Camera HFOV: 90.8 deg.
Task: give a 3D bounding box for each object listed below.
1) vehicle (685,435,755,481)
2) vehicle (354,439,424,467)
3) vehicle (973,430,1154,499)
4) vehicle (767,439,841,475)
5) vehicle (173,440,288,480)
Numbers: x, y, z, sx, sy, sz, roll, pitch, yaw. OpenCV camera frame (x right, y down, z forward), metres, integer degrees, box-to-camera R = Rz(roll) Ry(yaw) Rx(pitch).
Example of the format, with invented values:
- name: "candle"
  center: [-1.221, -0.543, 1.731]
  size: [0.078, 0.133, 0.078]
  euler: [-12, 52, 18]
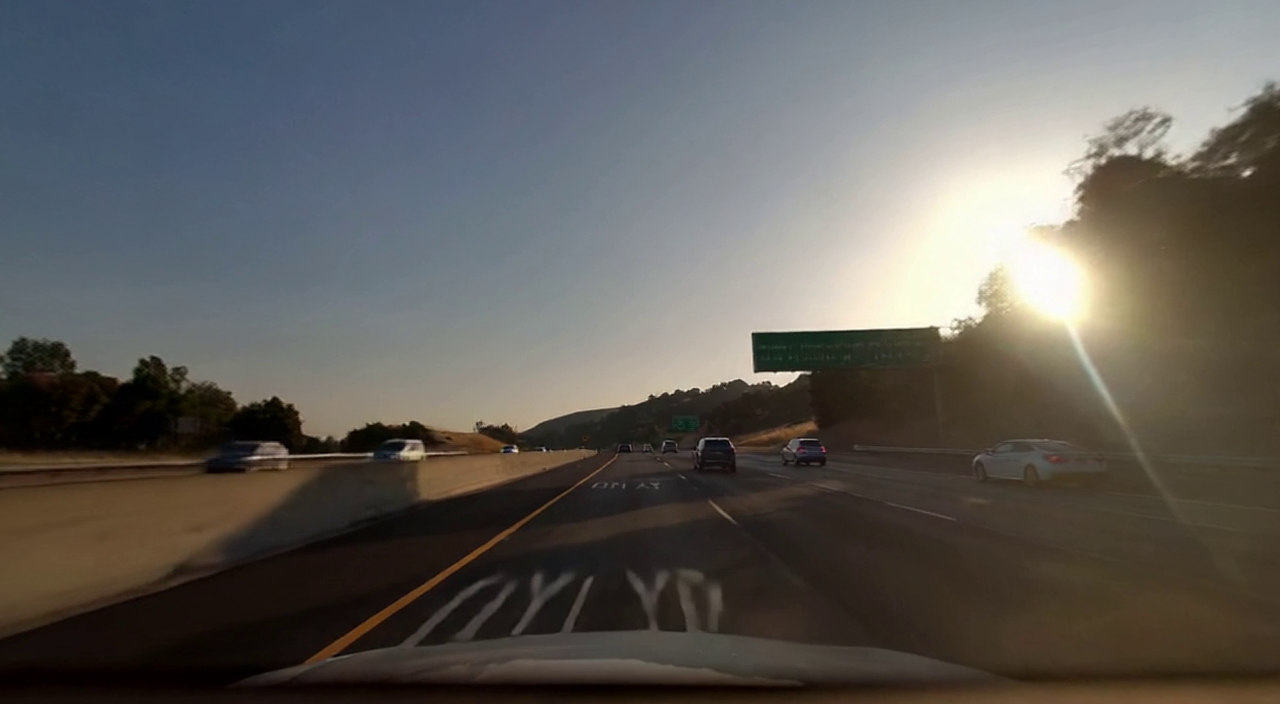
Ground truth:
- name: "vehicle"
  center: [3.007, 4.081, 24.673]
  size: [1.977, 1.601, 4.598]
  euler: [0, -8, -2]
- name: "vehicle"
  center: [-13.768, 5.534, 34.978]
  size: [1.941, 1.374, 4.467]
  euler: [0, -8, 1]
- name: "vehicle"
  center: [10.855, 2.896, 16.628]
  size: [1.844, 1.560, 4.085]
  euler: [0, -8, -1]
- name: "vehicle"
  center: [6.994, 4.533, 27.457]
  size: [1.952, 1.442, 4.259]
  euler: [0, -8, -2]
- name: "vehicle"
  center: [-18.251, 4.829, 28.500]
  size: [2.008, 1.618, 4.776]
  euler: [0, -8, 0]
